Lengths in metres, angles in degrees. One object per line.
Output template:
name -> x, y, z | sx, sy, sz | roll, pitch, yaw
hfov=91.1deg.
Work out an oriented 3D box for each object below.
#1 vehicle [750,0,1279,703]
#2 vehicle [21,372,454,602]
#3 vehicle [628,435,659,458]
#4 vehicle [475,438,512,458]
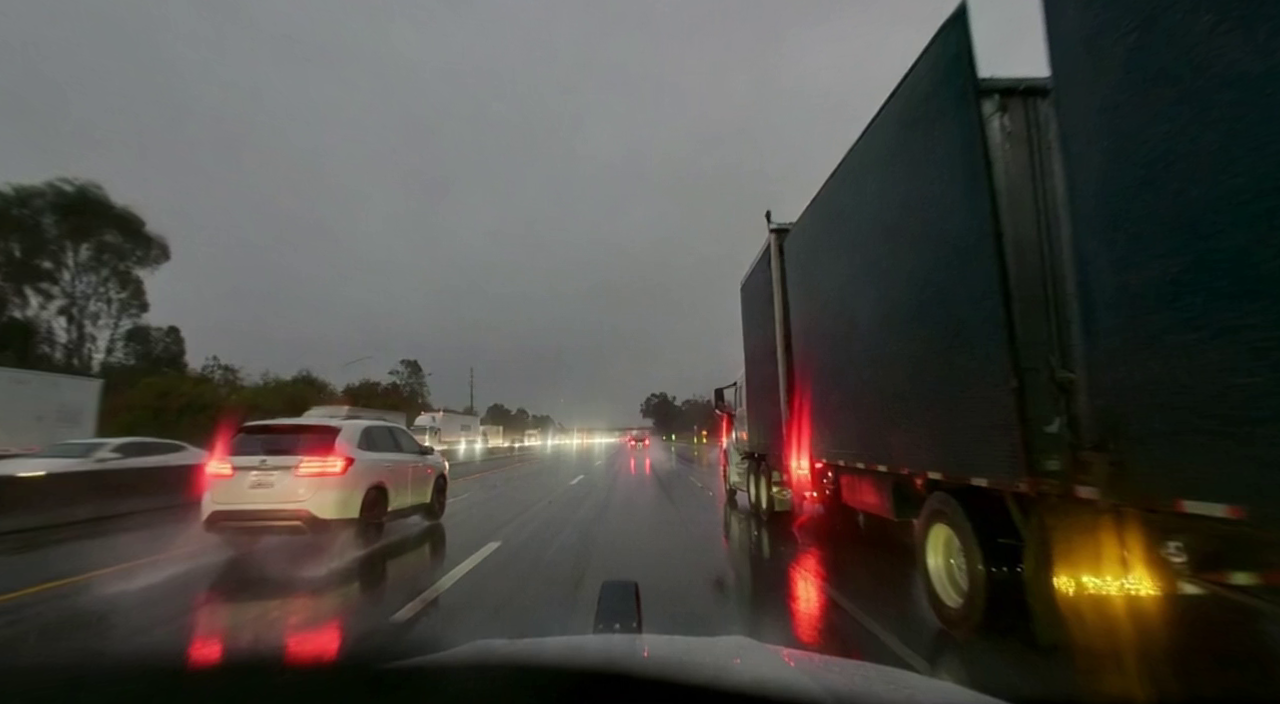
vehicle -> 3.594, -0.218, 4.496 | 2.899, 4.264, 14.325 | 1, -8, -1
vehicle -> -4.032, 1.423, 7.618 | 2.115, 1.887, 4.721 | 0, -8, 0
vehicle -> 0.236, 6.583, 44.068 | 2.051, 1.528, 4.265 | 0, -8, 0
vehicle -> -11.298, 7.461, 48.855 | 1.891, 1.475, 3.958 | 0, -8, 1
